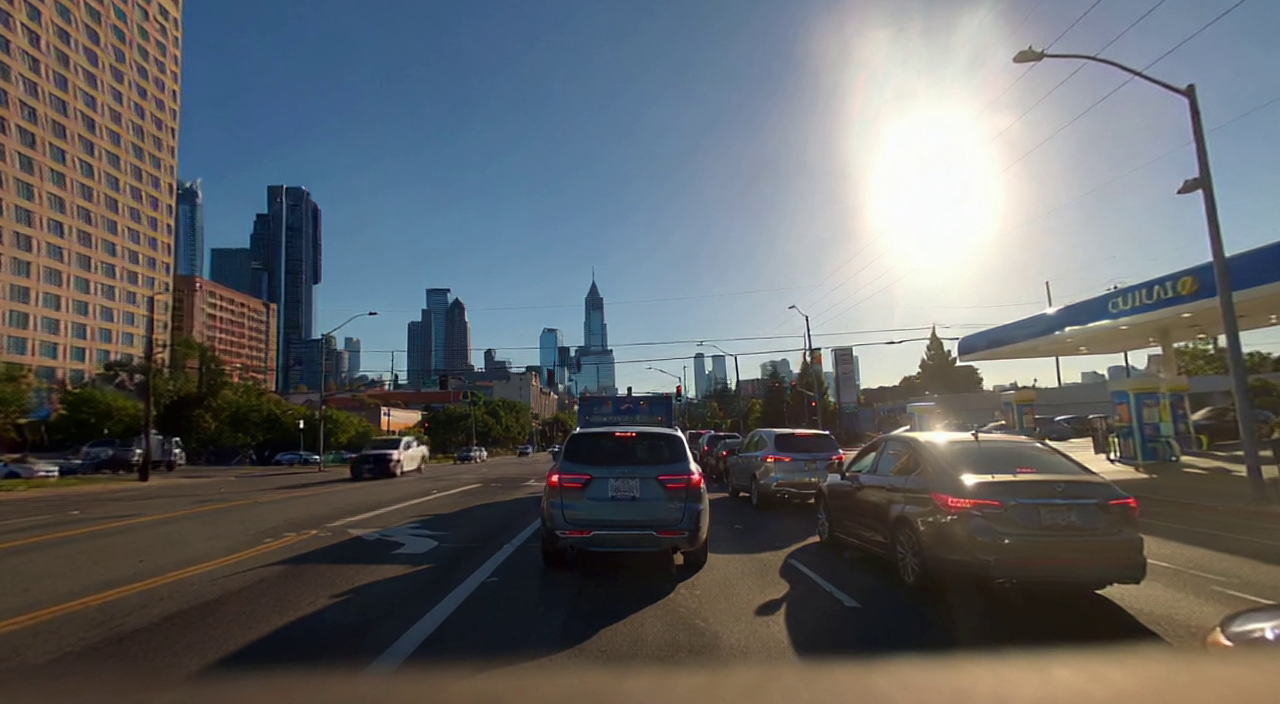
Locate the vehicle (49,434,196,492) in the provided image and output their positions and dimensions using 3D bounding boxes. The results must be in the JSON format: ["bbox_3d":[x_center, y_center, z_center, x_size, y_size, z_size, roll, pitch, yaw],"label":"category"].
[{"bbox_3d":[-26.943,5.780,33.305,2.571,2.711,6.027,0,-9,0],"label":"vehicle"}]

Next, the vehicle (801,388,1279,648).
[{"bbox_3d":[3.362,1.424,6.473,2.056,1.700,4.399,0,-9,-3],"label":"vehicle"}]

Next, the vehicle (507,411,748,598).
[{"bbox_3d":[-0.154,1.615,7.474,2.106,1.613,3.697,0,-9,-1],"label":"vehicle"}]

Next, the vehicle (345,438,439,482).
[{"bbox_3d":[-11.022,4.835,28.572,2.190,1.778,5.033,0,-9,0],"label":"vehicle"}]
